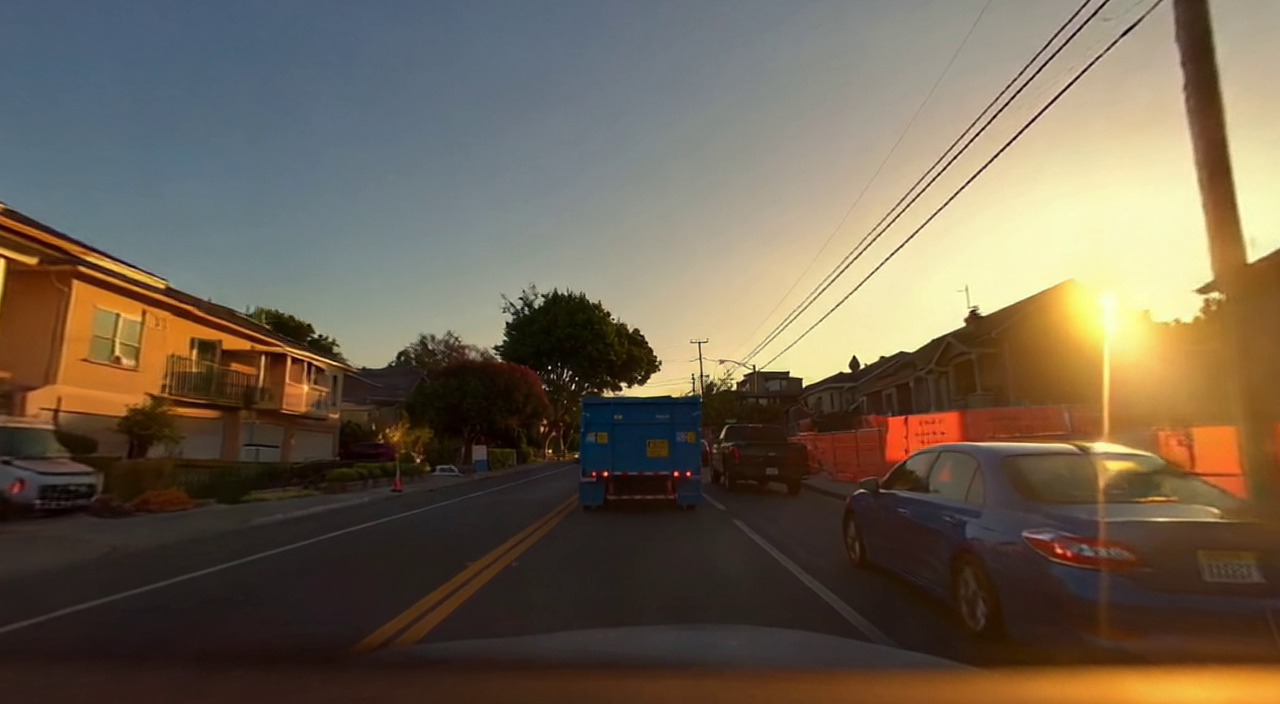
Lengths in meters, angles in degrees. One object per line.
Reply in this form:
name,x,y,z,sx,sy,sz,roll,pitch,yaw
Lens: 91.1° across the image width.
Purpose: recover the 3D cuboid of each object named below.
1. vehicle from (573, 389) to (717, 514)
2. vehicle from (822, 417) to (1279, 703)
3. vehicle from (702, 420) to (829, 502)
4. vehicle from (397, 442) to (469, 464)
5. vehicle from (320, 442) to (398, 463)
vehicle,0.172,2.388,15.298,2.751,2.361,6.347,0,-9,1
vehicle,3.199,1.405,5.310,2.010,1.499,4.481,0,-8,0
vehicle,3.366,3.098,18.303,2.486,1.993,5.667,0,-8,0
vehicle,-14.911,7.280,45.356,4.490,1.500,1.875,0,-9,-1
vehicle,-20.134,7.232,45.060,4.706,1.468,1.817,-1,-9,3
